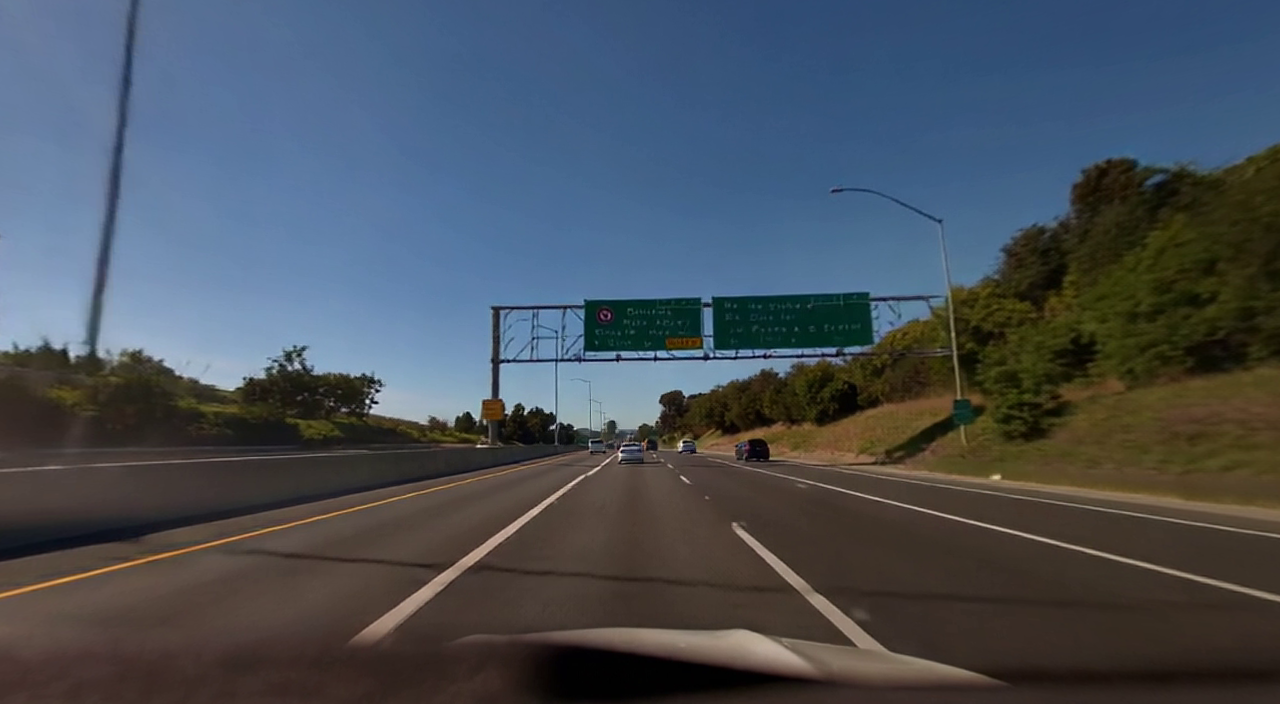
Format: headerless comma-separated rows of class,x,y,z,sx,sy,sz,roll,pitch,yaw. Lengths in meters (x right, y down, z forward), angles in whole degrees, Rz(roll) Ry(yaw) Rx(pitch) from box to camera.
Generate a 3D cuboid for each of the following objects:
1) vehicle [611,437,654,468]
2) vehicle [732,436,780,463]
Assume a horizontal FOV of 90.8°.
vehicle,-0.377,4.983,31.477,1.985,1.457,4.227,0,-8,-1
vehicle,6.833,5.814,37.677,1.935,1.478,4.433,0,-8,-1
